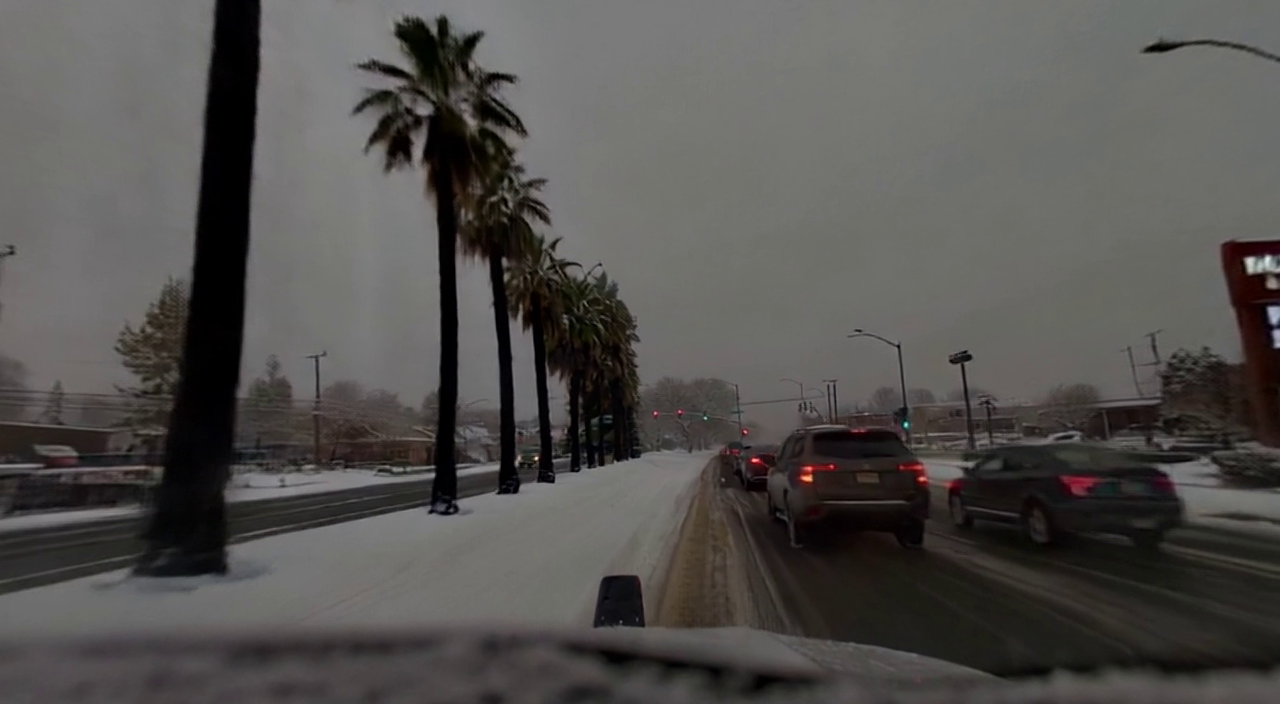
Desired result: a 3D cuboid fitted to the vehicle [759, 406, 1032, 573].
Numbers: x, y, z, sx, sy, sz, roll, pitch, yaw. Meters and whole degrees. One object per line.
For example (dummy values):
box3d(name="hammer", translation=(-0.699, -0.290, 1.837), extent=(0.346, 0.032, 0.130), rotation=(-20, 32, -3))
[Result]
box3d(name="vehicle", translation=(3.281, 1.895, 9.553), extent=(2.428, 1.816, 4.959), rotation=(-1, -9, 5))

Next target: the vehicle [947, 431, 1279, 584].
box3d(name="vehicle", translation=(6.380, 2.032, 9.195), extent=(1.994, 1.590, 4.593), rotation=(0, -9, 7))
